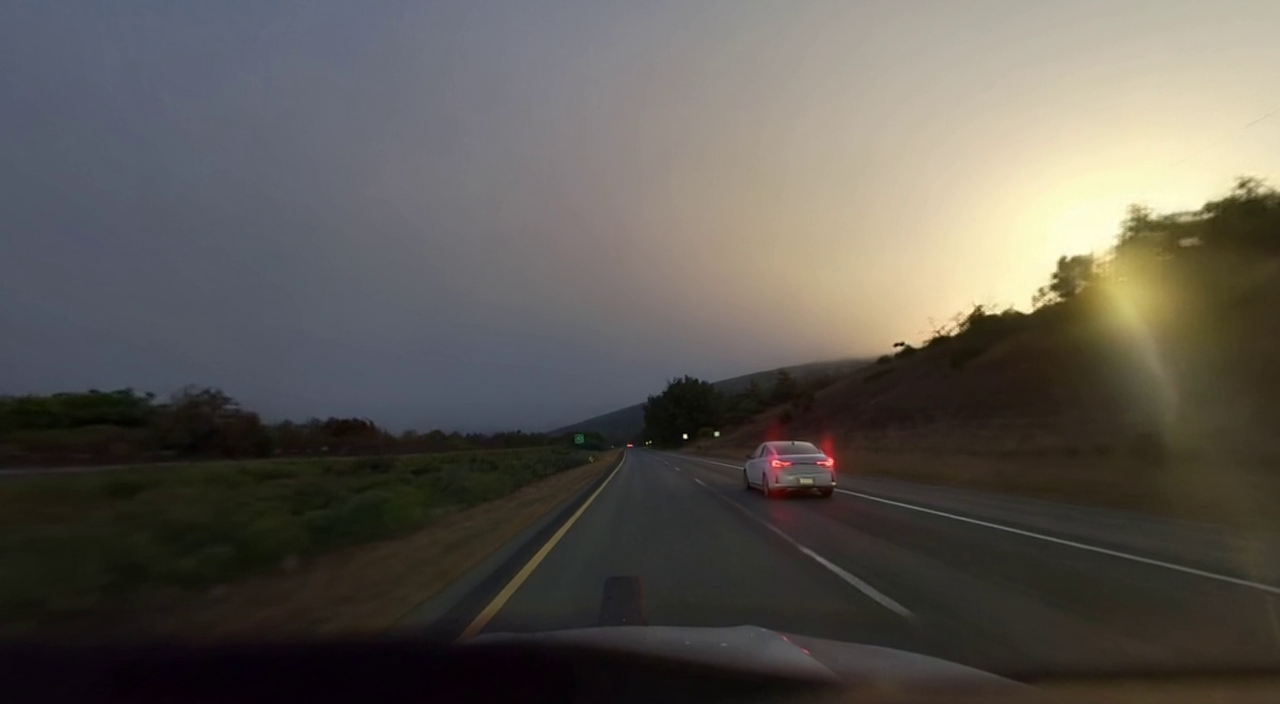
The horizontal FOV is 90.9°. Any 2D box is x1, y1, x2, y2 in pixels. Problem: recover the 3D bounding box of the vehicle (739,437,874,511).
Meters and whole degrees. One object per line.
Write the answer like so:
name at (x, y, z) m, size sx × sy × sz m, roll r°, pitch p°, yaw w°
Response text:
vehicle at (3.742, 2.824, 15.134) m, size 2.003 × 1.466 × 4.441 m, roll 0°, pitch -8°, yaw 0°
